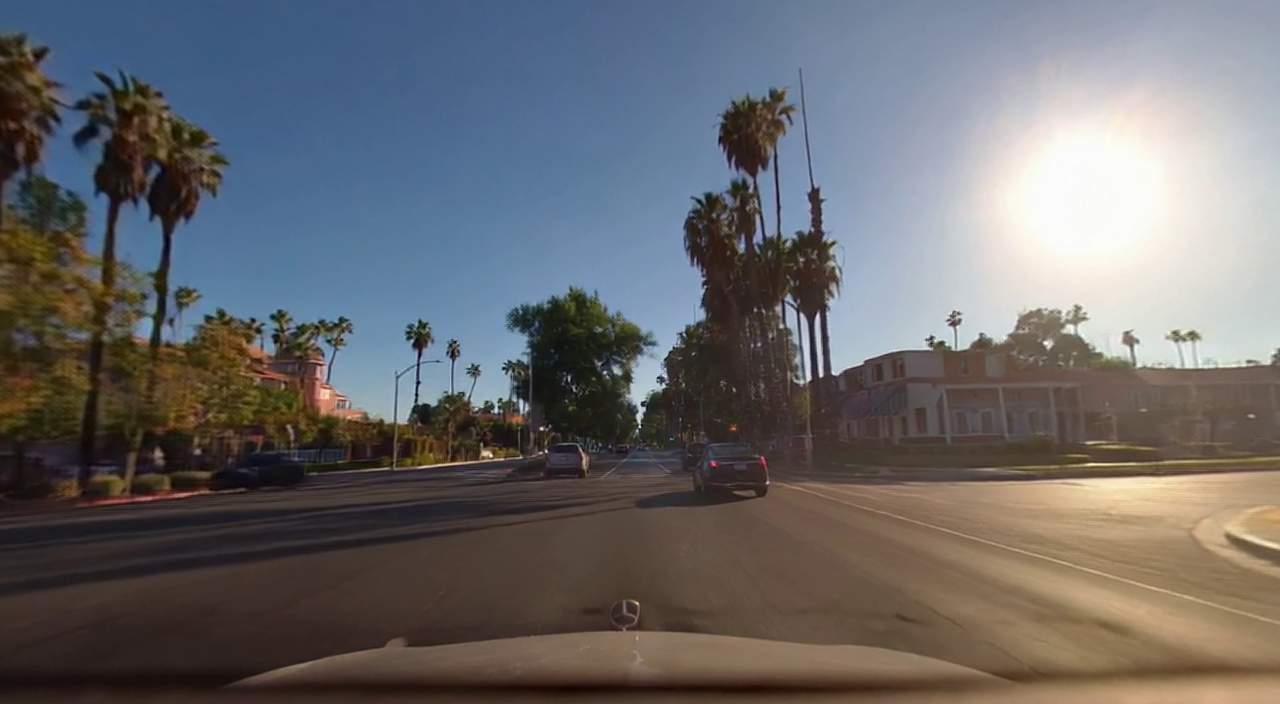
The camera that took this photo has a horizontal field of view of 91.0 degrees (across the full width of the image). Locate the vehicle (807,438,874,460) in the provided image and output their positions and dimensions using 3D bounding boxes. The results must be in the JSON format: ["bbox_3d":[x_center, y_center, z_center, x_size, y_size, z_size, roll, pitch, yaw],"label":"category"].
[{"bbox_3d":[15.269,7.422,48.087,4.489,1.557,1.792,-2,-9,2],"label":"vehicle"}]

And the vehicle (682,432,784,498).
[{"bbox_3d":[2.540,3.232,18.372,2.084,1.682,4.148,1,-8,-4],"label":"vehicle"}]

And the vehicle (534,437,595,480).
[{"bbox_3d":[-3.239,4.695,27.962,2.084,1.735,4.528,0,-8,1],"label":"vehicle"}]

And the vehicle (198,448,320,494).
[{"bbox_3d":[-18.061,5.620,30.290,2.221,1.921,5.743,0,-8,0],"label":"vehicle"}]
